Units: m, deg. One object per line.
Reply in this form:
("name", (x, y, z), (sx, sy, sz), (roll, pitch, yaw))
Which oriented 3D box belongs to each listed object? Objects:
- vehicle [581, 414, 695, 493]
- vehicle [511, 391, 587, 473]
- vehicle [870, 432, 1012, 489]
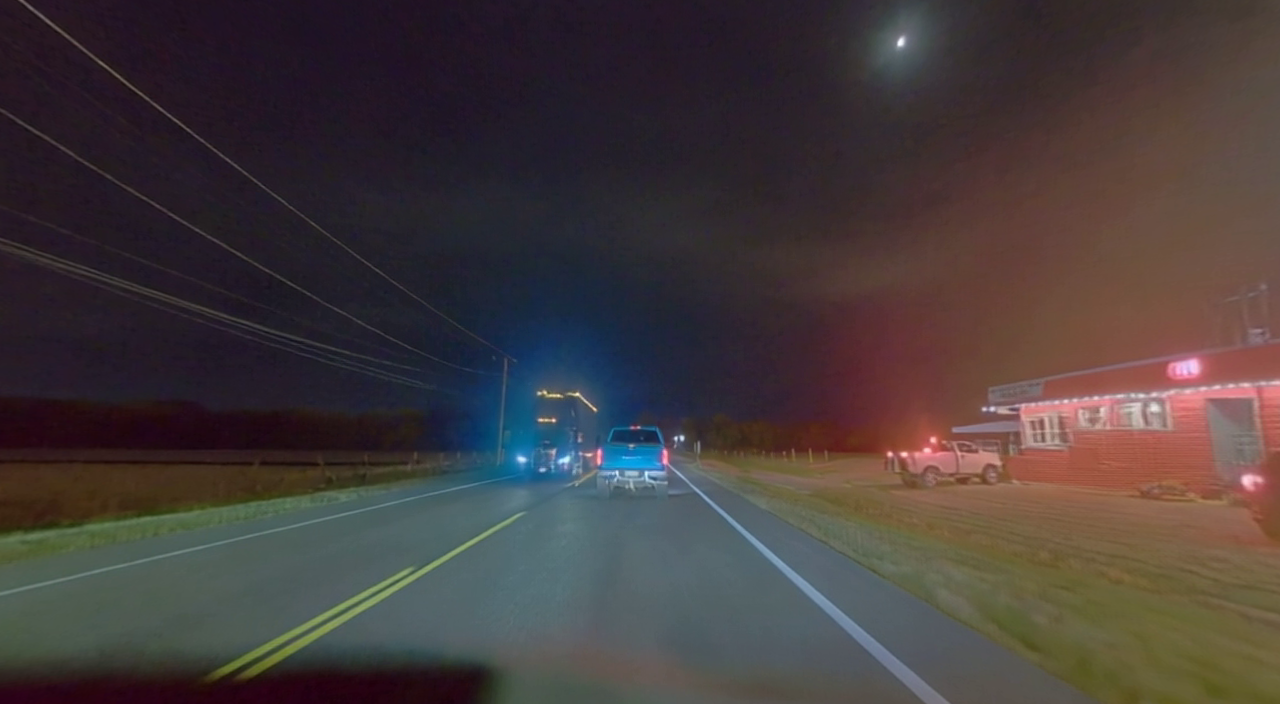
("vehicle", (-0.079, 3.159, 20.074), (2.921, 2.031, 7.416), (0, -8, 0))
("vehicle", (-4.789, 4.469, 34.938), (3.063, 3.986, 7.883), (0, -8, 0))
("vehicle", (10.670, 3.743, 22.205), (5.304, 1.754, 2.340), (6, -11, -39))
